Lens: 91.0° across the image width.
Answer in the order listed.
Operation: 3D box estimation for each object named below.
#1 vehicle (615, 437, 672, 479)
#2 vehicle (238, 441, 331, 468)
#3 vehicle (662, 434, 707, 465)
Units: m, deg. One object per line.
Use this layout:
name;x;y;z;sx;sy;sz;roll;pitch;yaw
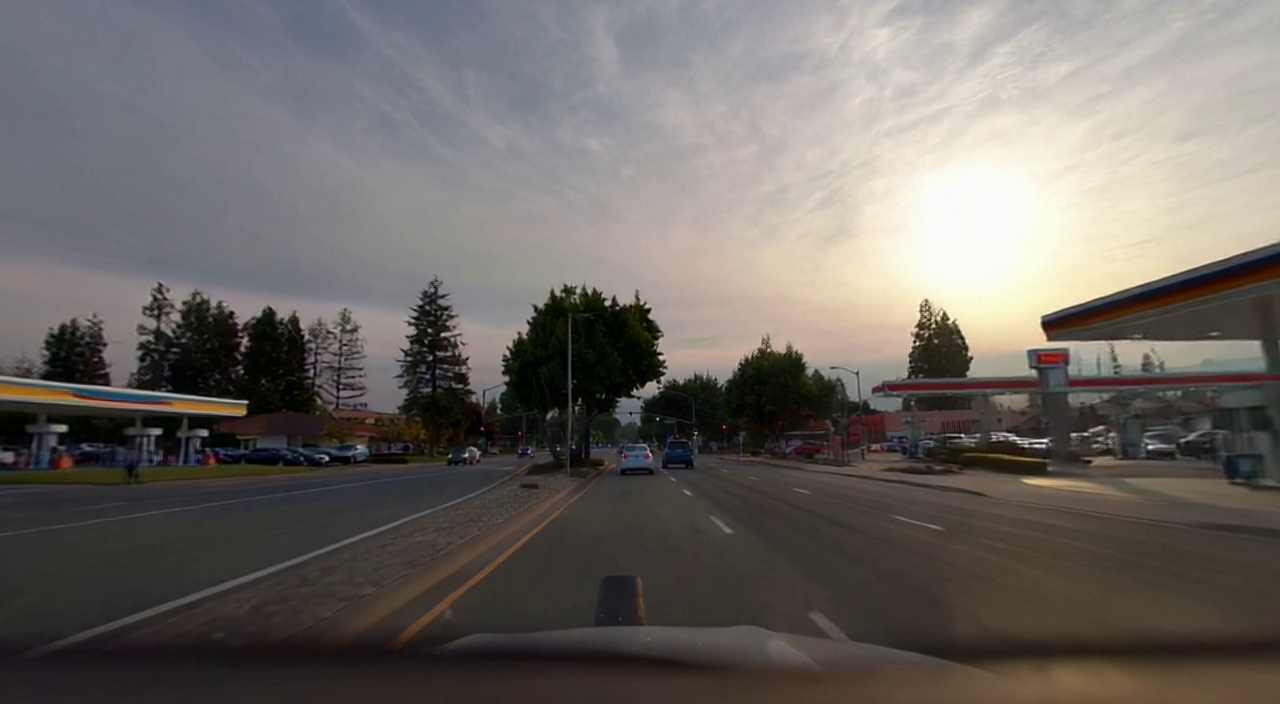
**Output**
vehicle;0.091;4.297;25.801;2.145;1.572;4.021;0;-8;-1
vehicle;-27.109;7.871;48.279;6.027;1.805;2.010;3;-11;-26
vehicle;3.149;7.170;46.316;2.731;2.101;6.047;0;-8;-1
